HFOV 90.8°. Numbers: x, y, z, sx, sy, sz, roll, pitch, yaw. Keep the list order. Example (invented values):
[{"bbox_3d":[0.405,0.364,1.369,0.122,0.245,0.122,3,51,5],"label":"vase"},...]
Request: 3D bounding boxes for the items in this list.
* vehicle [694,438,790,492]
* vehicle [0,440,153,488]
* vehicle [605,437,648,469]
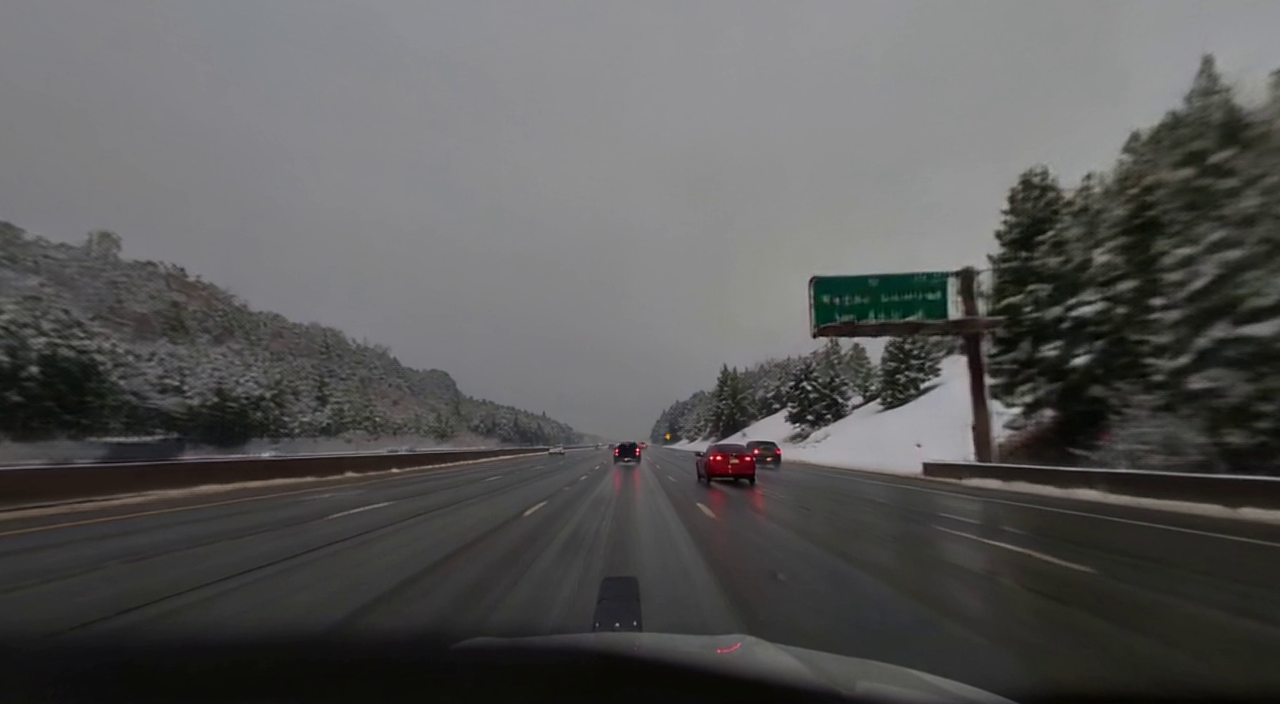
[{"bbox_3d":[3.055,3.504,19.992,2.120,1.492,4.734,0,-8,-2],"label":"vehicle"},{"bbox_3d":[-21.892,4.275,24.659,2.198,1.652,4.448,0,-8,-1],"label":"vehicle"},{"bbox_3d":[-0.722,5.665,35.598,2.277,1.675,4.023,0,-8,-1],"label":"vehicle"}]
